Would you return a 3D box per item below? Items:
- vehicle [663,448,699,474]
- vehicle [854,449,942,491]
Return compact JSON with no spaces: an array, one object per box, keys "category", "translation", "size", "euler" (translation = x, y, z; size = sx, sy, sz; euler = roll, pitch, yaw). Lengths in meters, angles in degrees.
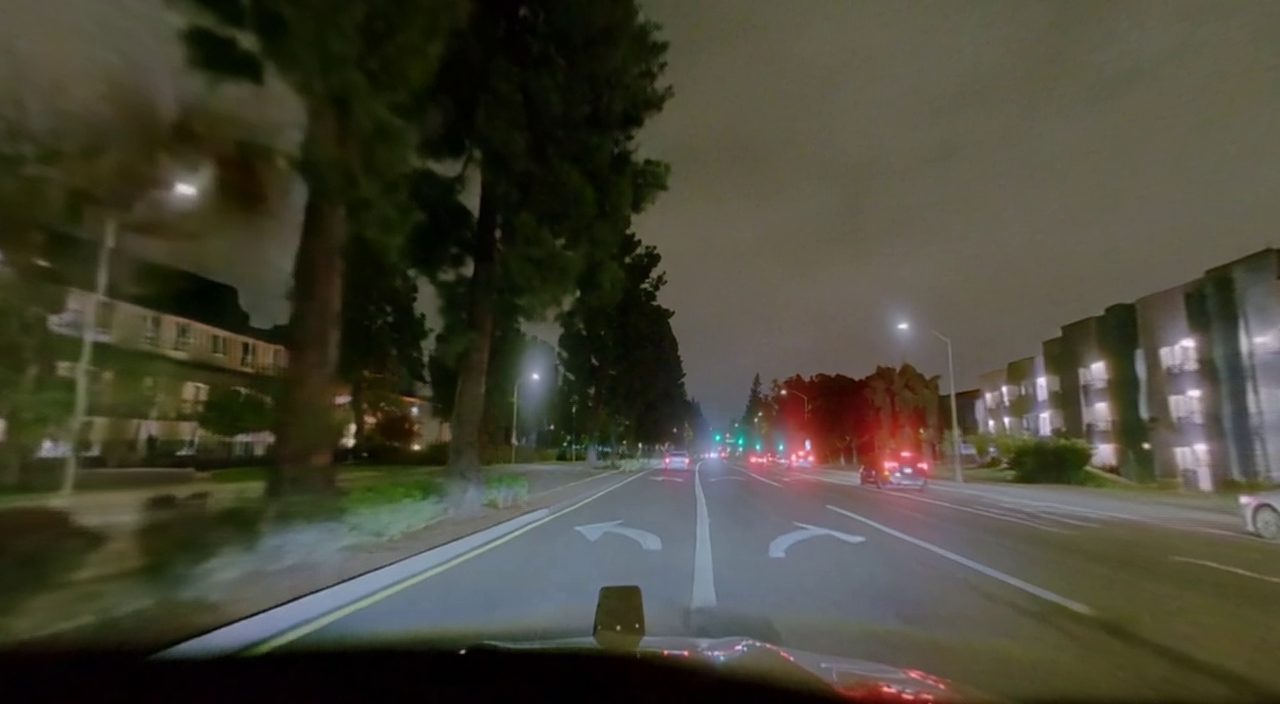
[{"category":"vehicle","translation":[2.492,6.586,38.503],"size":[2.077,1.477,3.897],"euler":[-1,-9,3]},{"category":"vehicle","translation":[10.050,4.601,24.960],"size":[2.020,1.472,3.958],"euler":[-1,-9,4]}]
